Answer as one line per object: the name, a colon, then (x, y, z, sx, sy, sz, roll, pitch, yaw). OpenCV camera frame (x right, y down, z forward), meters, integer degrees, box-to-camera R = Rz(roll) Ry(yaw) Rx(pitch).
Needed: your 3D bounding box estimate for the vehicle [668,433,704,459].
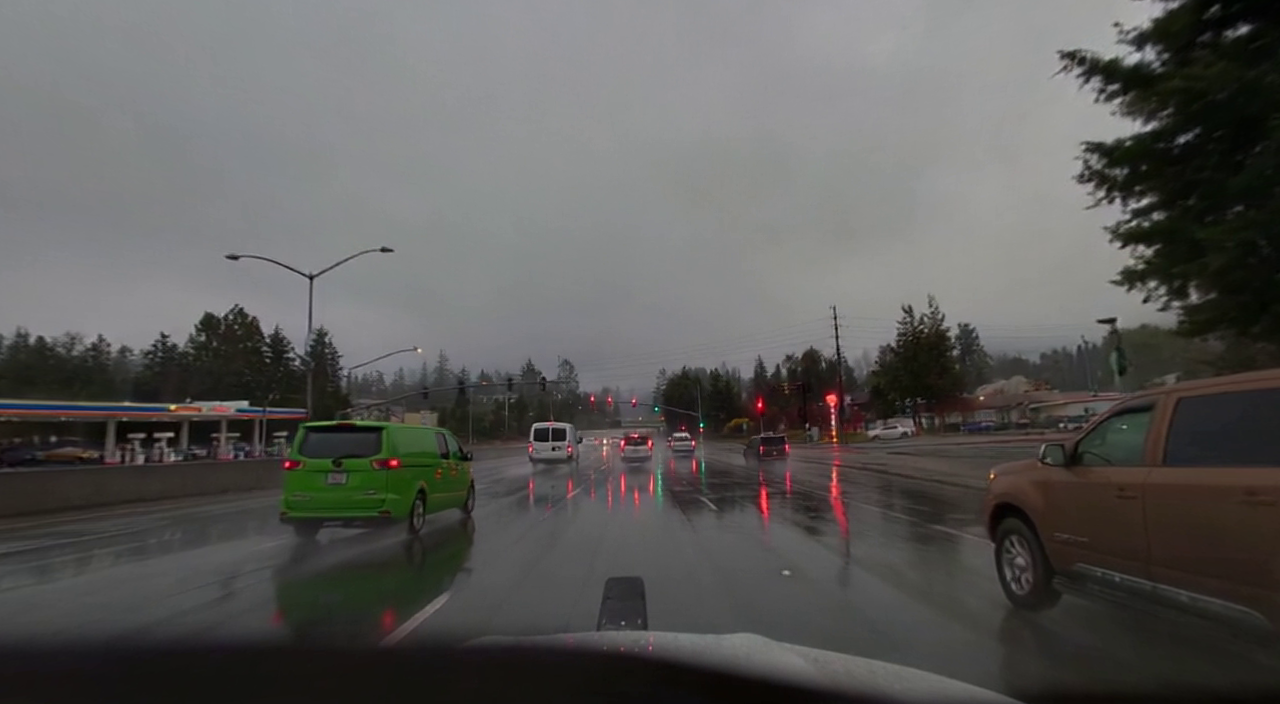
vehicle: (3.305, 6.947, 46.240, 2.193, 1.795, 5.130, 0, -8, -1)

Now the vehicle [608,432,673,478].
vehicle: (0.015, 4.261, 26.204, 2.426, 1.703, 5.602, 0, -8, 0)

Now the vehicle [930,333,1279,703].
vehicle: (3.723, 0.955, 3.476, 2.055, 1.786, 4.817, 0, -8, 2)

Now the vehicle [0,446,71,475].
vehicle: (-47.121, 8.202, 47.610, 5.483, 2.103, 2.273, 0, -8, -2)

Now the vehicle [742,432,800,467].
vehicle: (6.805, 5.149, 33.127, 2.119, 1.696, 4.623, 0, -8, 1)

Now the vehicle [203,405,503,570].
vehicle: (-3.656, 1.837, 9.398, 2.002, 1.747, 5.173, 0, -8, 1)

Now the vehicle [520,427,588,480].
vehicle: (-3.431, 4.170, 26.039, 2.025, 1.936, 4.995, 0, -8, 1)
